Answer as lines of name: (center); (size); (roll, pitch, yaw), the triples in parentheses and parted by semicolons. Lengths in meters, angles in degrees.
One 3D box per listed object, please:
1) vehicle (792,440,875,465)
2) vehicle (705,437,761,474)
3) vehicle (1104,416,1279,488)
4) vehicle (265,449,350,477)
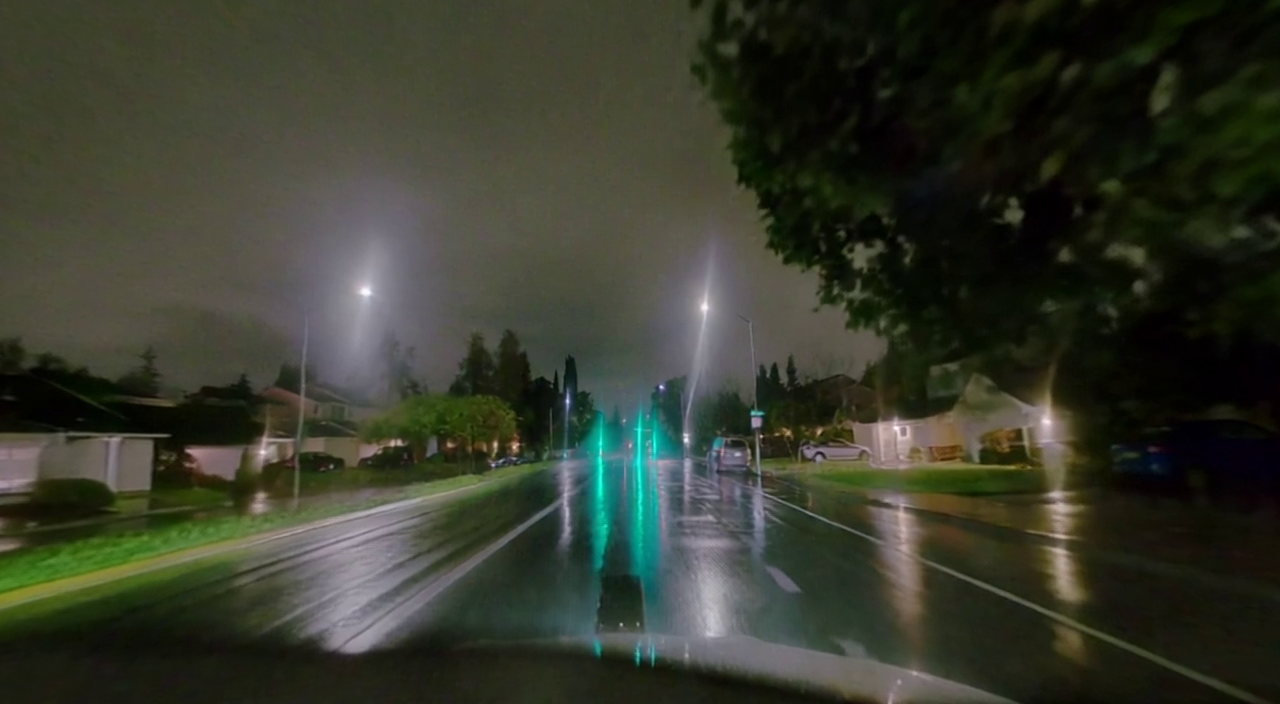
vehicle: (12.135, 6.306, 39.755); (4.577, 1.490, 1.903); (0, -8, 0)
vehicle: (4.884, 5.527, 33.981); (2.196, 1.801, 4.778); (0, -8, -1)
vehicle: (13.942, 2.285, 14.833); (4.570, 1.502, 1.877); (-1, -7, -1)
vehicle: (-21.079, 7.039, 40.190); (4.272, 1.688, 1.990); (0, -8, -1)
